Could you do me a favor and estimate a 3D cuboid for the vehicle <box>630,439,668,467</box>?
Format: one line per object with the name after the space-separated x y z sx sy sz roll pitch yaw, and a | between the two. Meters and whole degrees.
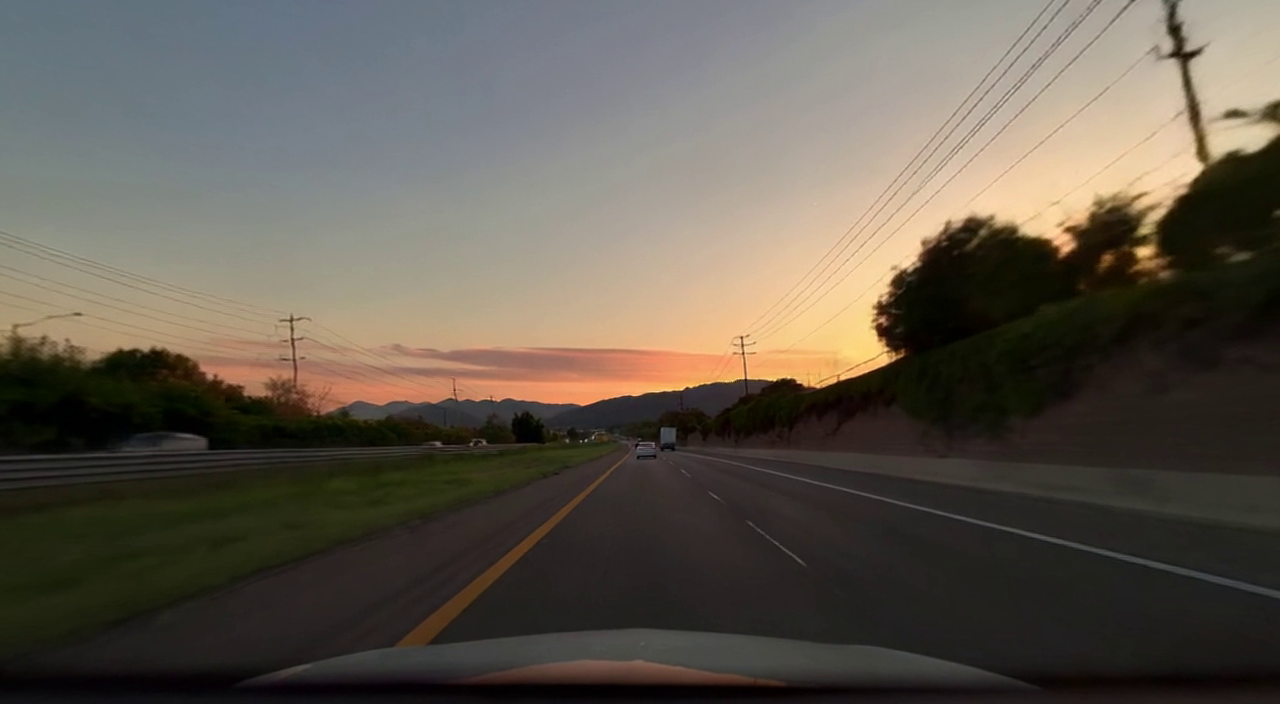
0.508 6.056 37.867 2.192 1.556 4.132 -1 -8 0 | vehicle
